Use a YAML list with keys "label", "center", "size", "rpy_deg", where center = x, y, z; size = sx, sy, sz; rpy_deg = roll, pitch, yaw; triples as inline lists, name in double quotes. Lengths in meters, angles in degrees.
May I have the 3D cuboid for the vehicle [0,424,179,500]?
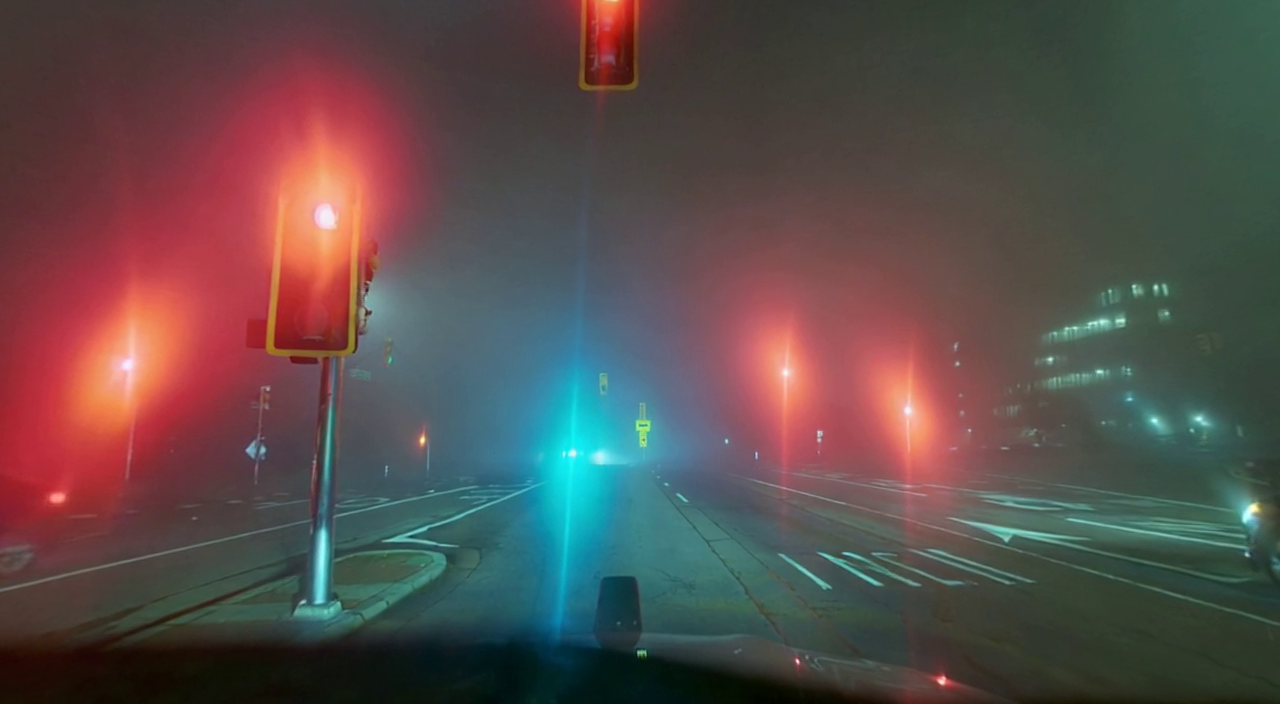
- label: "vehicle"
  center: [-25.000, 4.815, 27.565]
  size: [7.088, 3.096, 2.678]
  rpy_deg: [0, -9, -2]
